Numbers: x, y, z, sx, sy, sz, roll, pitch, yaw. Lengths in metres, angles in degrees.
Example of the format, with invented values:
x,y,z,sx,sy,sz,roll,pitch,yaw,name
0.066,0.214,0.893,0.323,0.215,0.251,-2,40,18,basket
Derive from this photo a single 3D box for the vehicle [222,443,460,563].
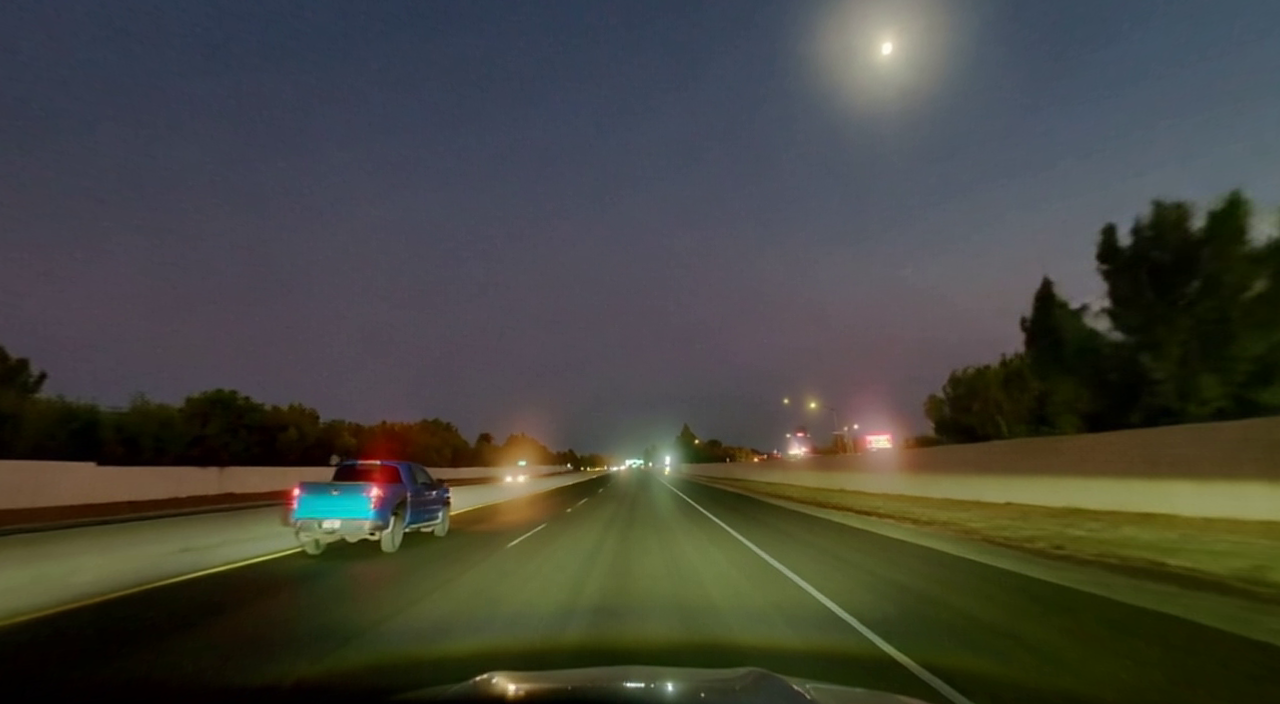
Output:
x,y,z,sx,sy,sz,roll,pitch,yaw,name
-4.506,2.358,10.330,1.914,1.534,4.015,1,-10,0,vehicle
